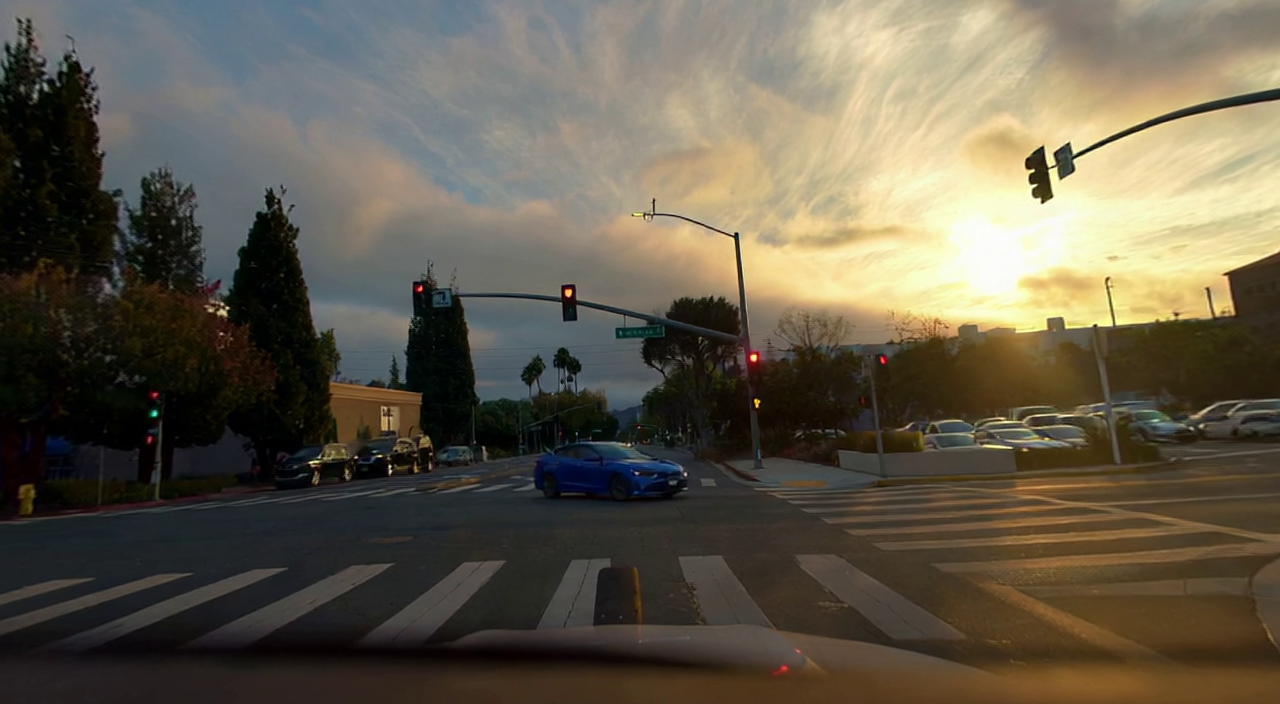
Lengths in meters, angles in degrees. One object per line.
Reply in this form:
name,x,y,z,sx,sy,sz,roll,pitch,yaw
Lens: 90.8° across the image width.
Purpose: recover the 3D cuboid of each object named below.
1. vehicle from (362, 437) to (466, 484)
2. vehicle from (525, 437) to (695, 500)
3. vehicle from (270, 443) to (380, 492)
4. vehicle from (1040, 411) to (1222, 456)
vehicle,-10.142,4.917,28.983,2.664,1.940,5.702,0,-9,0
vehicle,-0.940,3.131,17.403,4.592,1.470,2.071,-9,-12,44
vehicle,-13.764,5.063,28.060,2.306,1.957,4.968,0,-9,-1
vehicle,16.956,2.903,22.103,4.560,1.453,1.851,-3,-9,18
